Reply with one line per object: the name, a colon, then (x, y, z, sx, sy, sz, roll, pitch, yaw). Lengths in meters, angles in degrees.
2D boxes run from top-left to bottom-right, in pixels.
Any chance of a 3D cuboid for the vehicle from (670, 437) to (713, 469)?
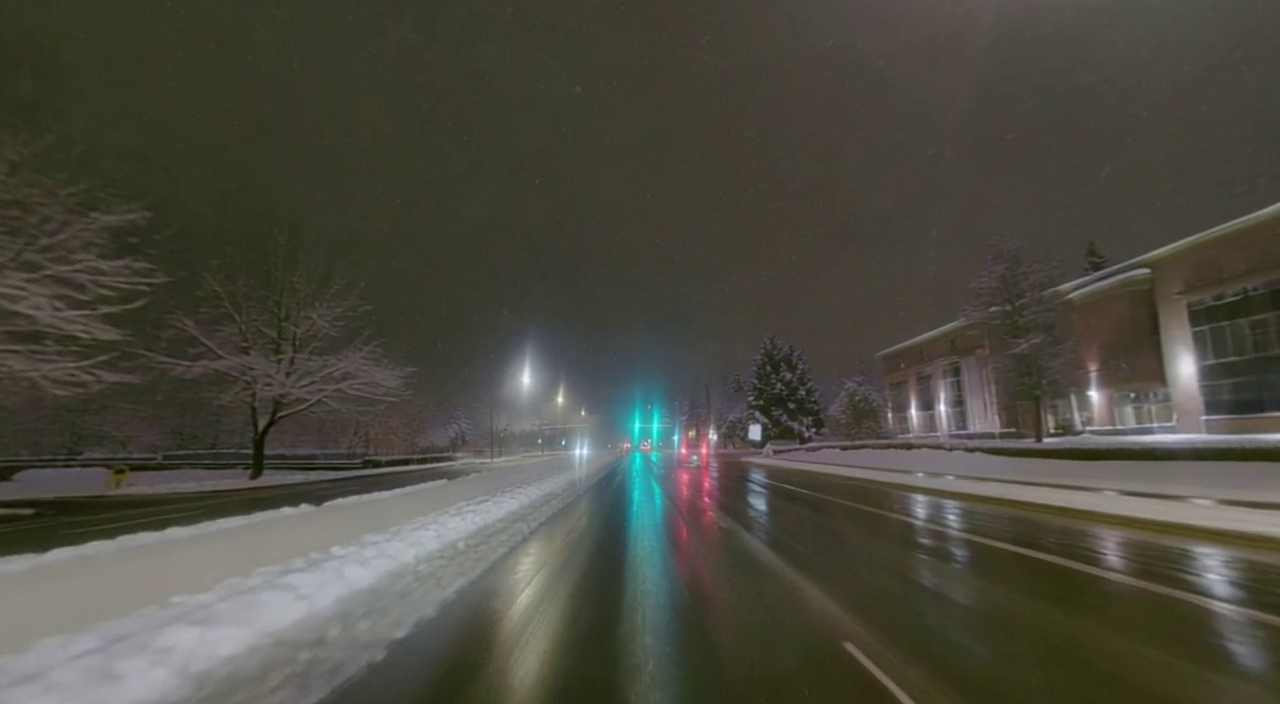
vehicle: (3.068, 6.174, 38.809, 2.085, 1.828, 5.383, 0, -8, -1)
